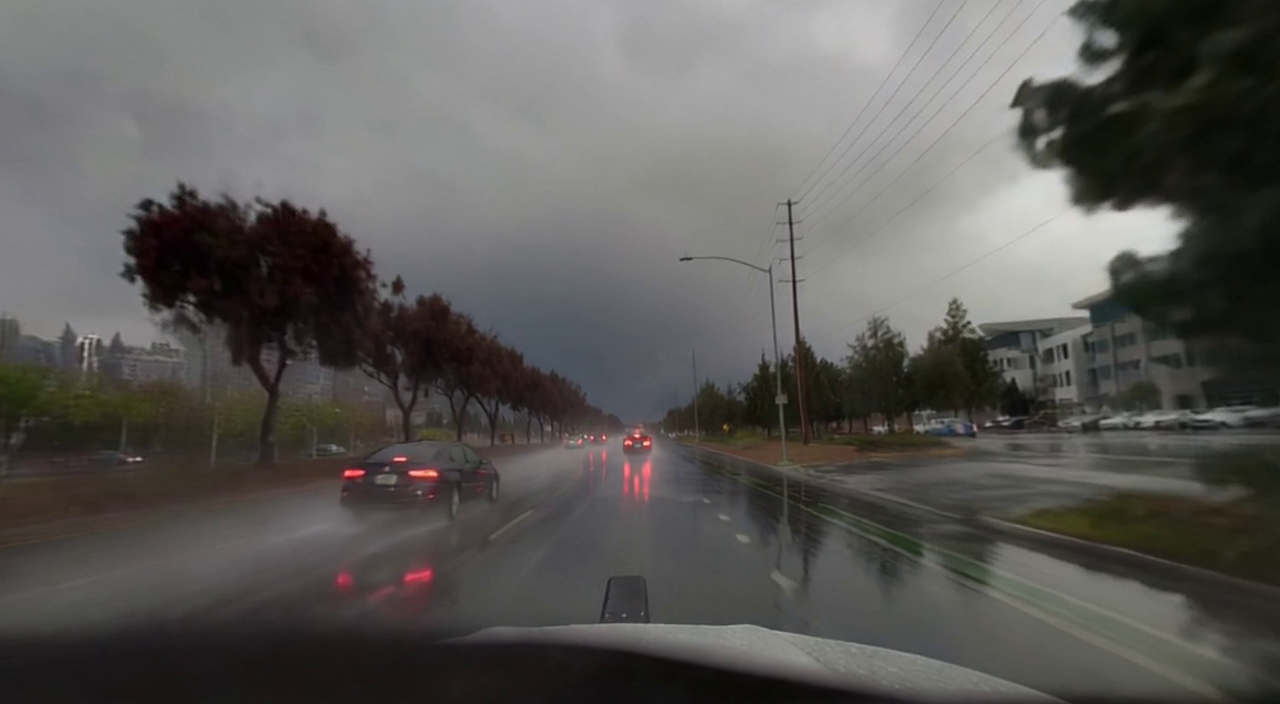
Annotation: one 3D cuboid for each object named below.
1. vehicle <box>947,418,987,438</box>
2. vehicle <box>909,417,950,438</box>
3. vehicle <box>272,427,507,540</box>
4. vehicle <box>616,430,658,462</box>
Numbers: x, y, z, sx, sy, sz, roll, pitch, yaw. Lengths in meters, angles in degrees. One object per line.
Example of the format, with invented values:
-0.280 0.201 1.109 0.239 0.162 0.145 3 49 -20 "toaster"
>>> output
24.326 5.690 46.999 1.741 1.416 3.831 -3 -8 14 "vehicle"
21.840 5.763 47.741 1.833 1.471 4.656 -2 -8 13 "vehicle"
-3.832 2.088 10.822 1.942 1.462 4.905 -1 -8 1 "vehicle"
-0.161 5.235 35.352 2.199 1.652 4.101 0 -8 0 "vehicle"
